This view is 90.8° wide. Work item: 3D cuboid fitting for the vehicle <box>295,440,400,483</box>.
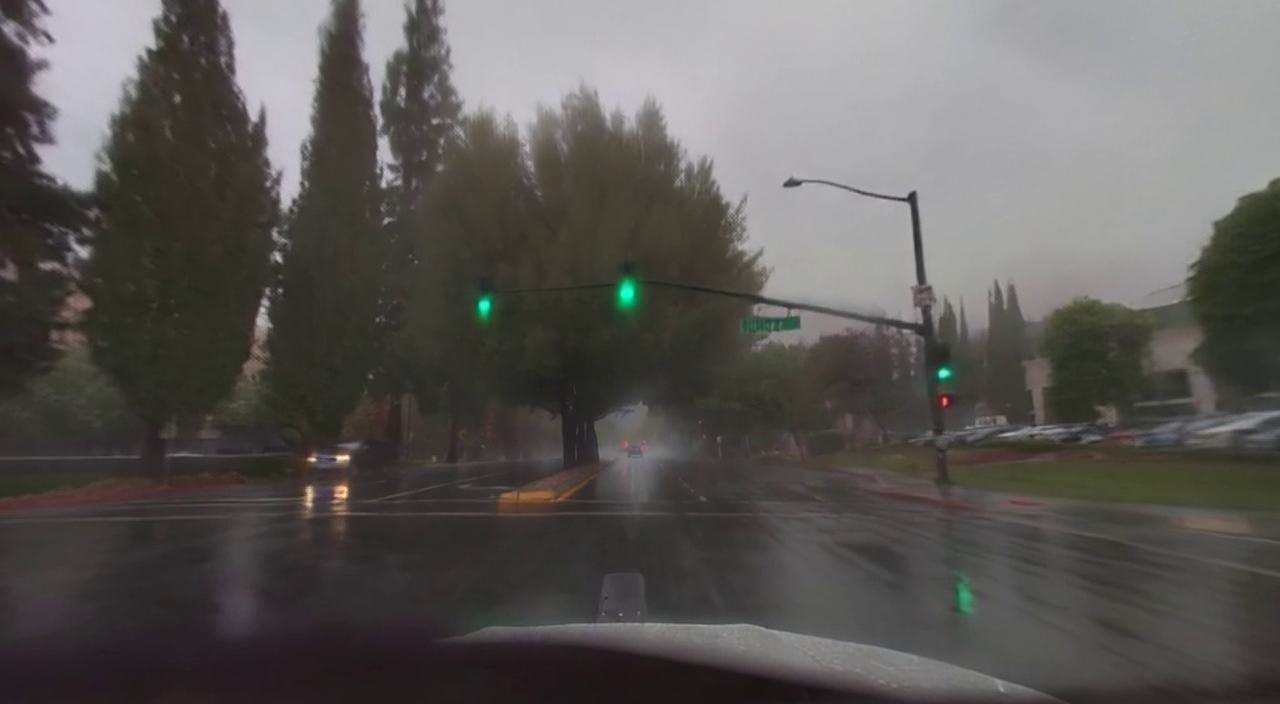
[{"bbox_3d":[-15.076,5.649,33.084,2.403,2.039,5.887,-1,-8,3],"label":"vehicle"}]
